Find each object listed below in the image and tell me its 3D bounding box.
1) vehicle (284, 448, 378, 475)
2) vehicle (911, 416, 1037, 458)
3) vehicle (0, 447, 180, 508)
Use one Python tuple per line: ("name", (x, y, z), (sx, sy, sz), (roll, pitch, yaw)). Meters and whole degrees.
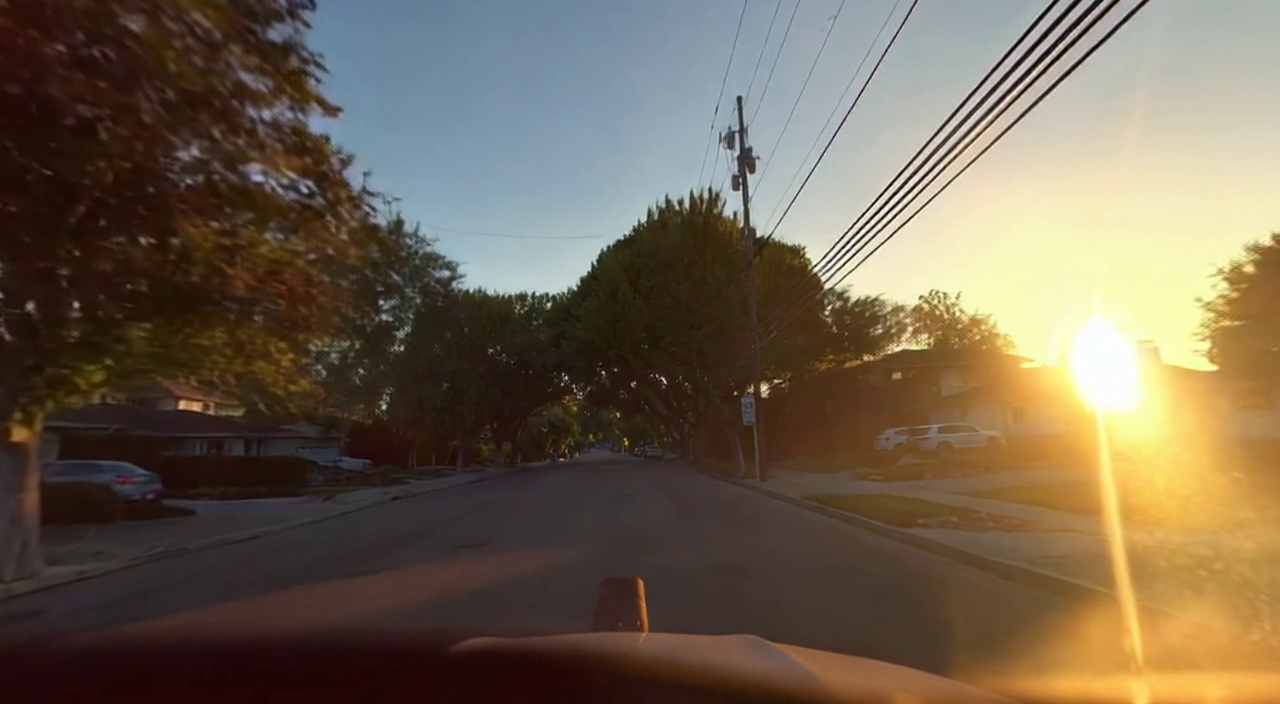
("vehicle", (-18.119, 6.398, 37.136), (4.519, 1.426, 1.903), (8, -12, -42))
("vehicle", (15.058, 3.852, 28.674), (4.562, 1.832, 1.987), (0, -8, -3))
("vehicle", (-15.002, 3.224, 16.591), (4.477, 1.449, 1.922), (5, -10, -32))
